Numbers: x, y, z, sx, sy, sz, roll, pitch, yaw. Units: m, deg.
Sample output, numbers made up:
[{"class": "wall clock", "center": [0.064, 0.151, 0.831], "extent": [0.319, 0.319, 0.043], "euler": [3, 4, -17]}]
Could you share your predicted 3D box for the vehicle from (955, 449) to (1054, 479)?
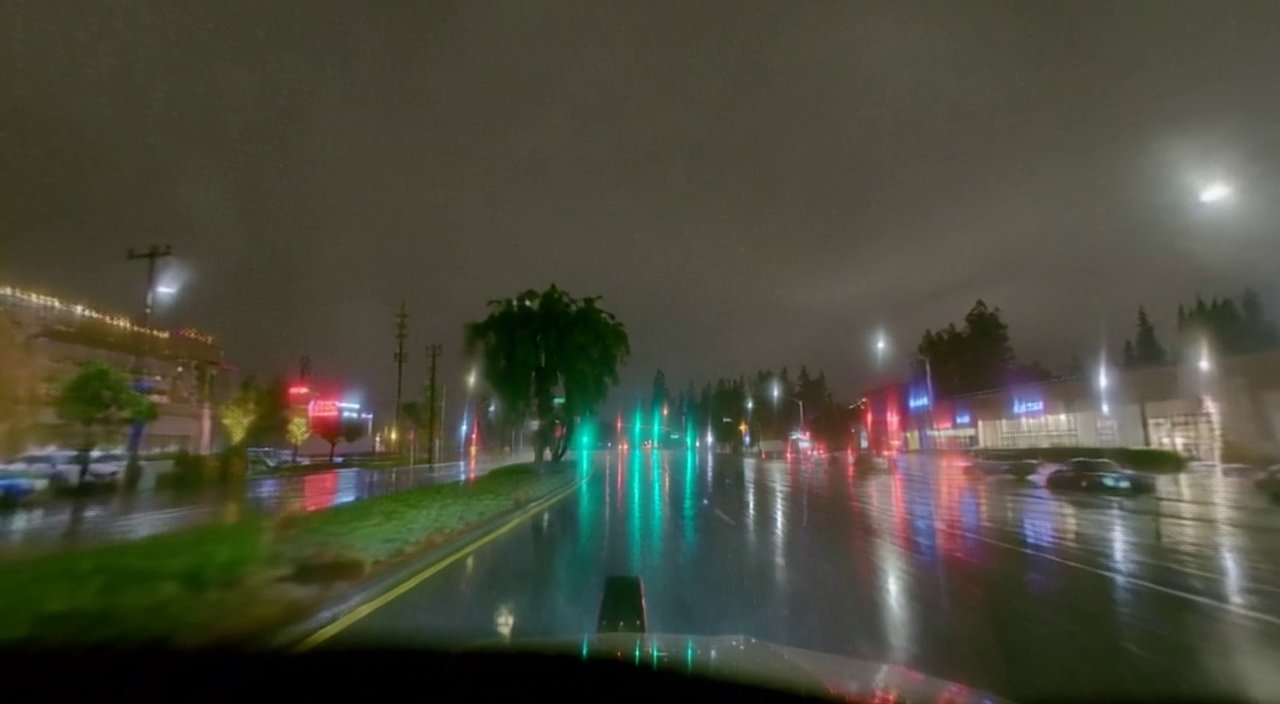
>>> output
[{"class": "vehicle", "center": [20.740, 6.363, 36.078], "extent": [4.423, 1.633, 2.010], "euler": [0, -9, -1]}]

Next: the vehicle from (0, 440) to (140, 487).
[{"class": "vehicle", "center": [-26.117, 4.880, 28.173], "extent": [2.356, 1.853, 6.402], "euler": [0, -8, 1]}]

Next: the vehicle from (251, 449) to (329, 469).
[{"class": "vehicle", "center": [-26.934, 8.237, 48.729], "extent": [4.777, 1.469, 1.937], "euler": [1, -9, -6]}]

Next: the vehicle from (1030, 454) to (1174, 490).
[{"class": "vehicle", "center": [20.188, 5.240, 27.774], "extent": [4.764, 1.455, 1.832], "euler": [-1, -9, 3]}]
